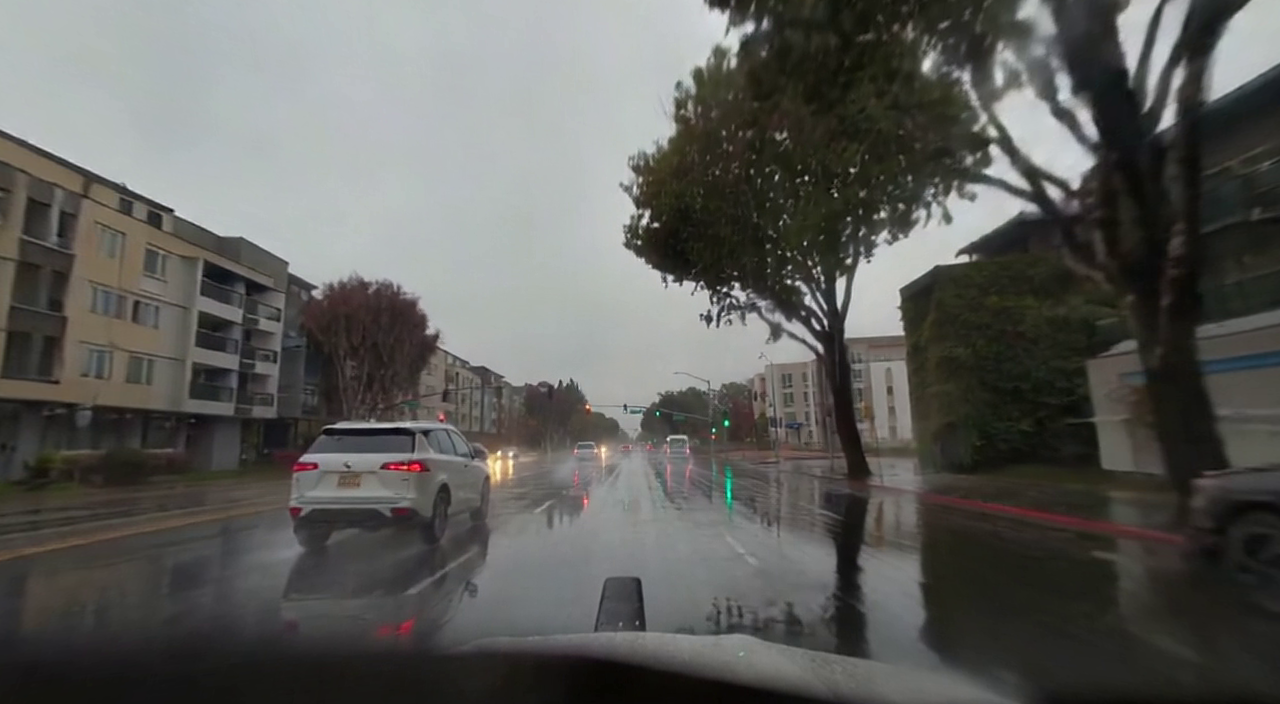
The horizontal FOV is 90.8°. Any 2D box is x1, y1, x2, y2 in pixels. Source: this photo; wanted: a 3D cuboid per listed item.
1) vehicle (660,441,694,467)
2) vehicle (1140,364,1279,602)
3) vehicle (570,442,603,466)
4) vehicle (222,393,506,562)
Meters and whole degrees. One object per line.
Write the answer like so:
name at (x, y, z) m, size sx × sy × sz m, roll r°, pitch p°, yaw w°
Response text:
vehicle at (2.577, 7.239, 45.078) m, size 2.018 × 1.719 × 4.369 m, roll 0°, pitch -9°, yaw -2°
vehicle at (6.991, 0.960, 4.117) m, size 2.521 × 2.108 × 6.111 m, roll 1°, pitch -9°, yaw 1°
vehicle at (-4.072, 7.795, 48.434) m, size 2.083 × 1.685 × 4.069 m, roll -1°, pitch -9°, yaw 1°
vehicle at (-3.825, 1.877, 10.153) m, size 2.225 × 1.984 × 5.168 m, roll 0°, pitch -9°, yaw 0°
